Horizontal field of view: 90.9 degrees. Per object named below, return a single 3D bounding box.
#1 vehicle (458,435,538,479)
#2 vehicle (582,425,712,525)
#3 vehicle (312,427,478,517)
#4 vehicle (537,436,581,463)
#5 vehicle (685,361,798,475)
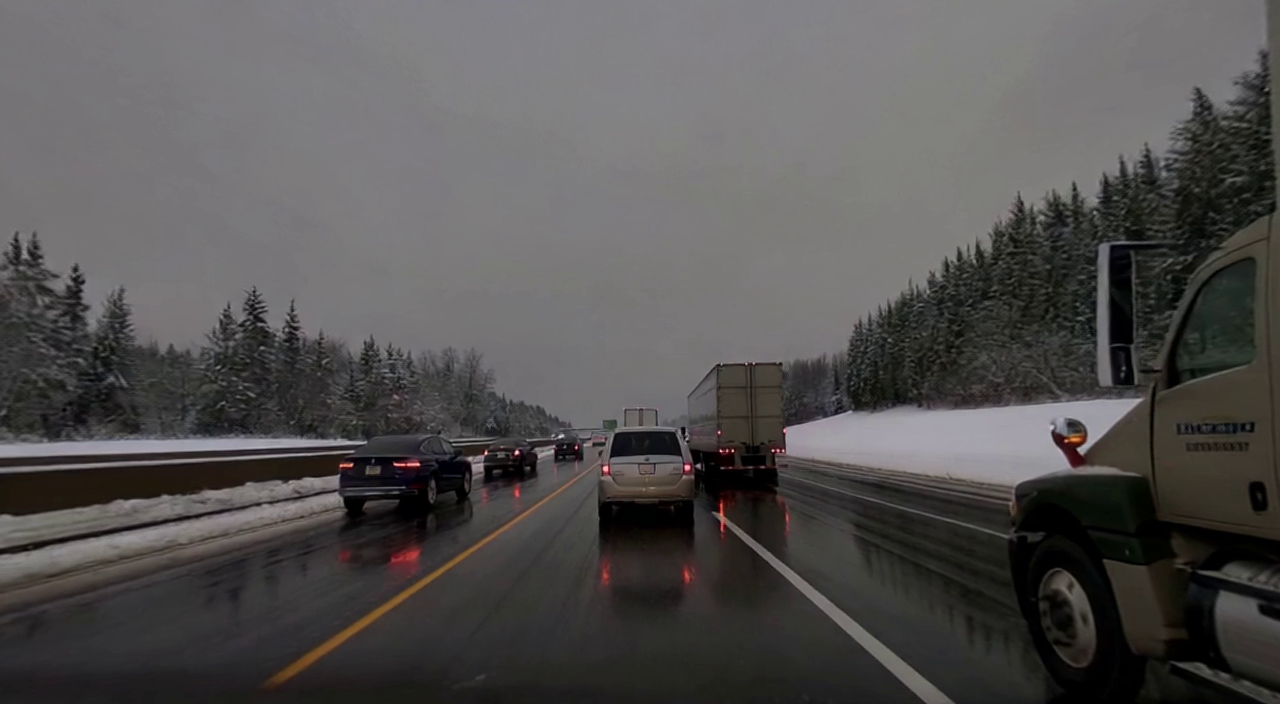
[{"bbox_3d":[-5.046,3.749,22.896,1.880,1.458,3.978,0,-8,1],"label":"vehicle"},{"bbox_3d":[0.100,2.118,11.438,1.973,1.505,3.568,0,-8,0],"label":"vehicle"},{"bbox_3d":[-4.647,2.296,12.601,1.821,1.514,3.677,0,-8,0],"label":"vehicle"},{"bbox_3d":[-4.651,5.621,36.642,1.887,1.493,4.411,0,-8,1],"label":"vehicle"},{"bbox_3d":[4.155,3.321,29.821,2.892,4.101,14.252,0,-8,0],"label":"vehicle"}]
